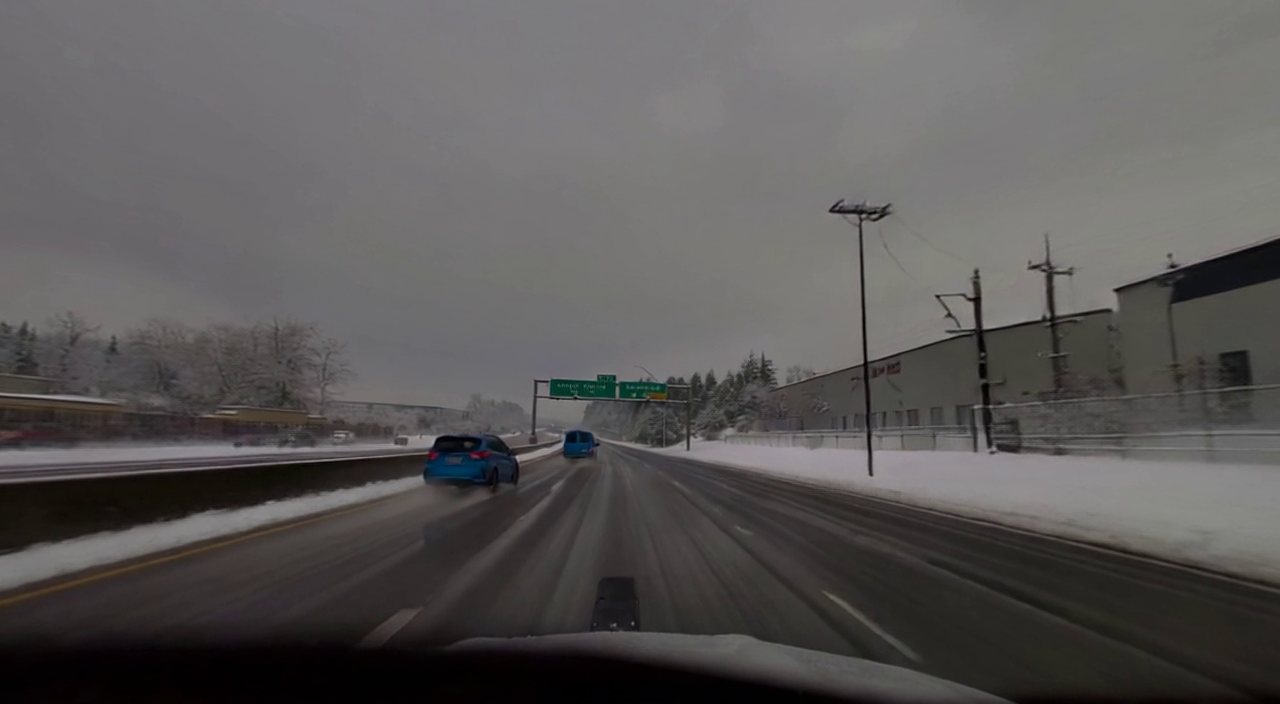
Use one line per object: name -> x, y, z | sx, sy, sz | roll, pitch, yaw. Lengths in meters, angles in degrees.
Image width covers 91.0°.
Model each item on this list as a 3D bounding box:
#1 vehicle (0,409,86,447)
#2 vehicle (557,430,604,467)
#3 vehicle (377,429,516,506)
vehicle -> -36.572, 4.546, 37.900 | 2.103, 2.009, 4.997 | 4, -7, -7
vehicle -> -3.225, 5.365, 35.171 | 2.260, 1.901, 4.665 | 0, -8, -1
vehicle -> -4.369, 2.656, 14.968 | 2.045, 1.547, 4.162 | 0, -8, -1
